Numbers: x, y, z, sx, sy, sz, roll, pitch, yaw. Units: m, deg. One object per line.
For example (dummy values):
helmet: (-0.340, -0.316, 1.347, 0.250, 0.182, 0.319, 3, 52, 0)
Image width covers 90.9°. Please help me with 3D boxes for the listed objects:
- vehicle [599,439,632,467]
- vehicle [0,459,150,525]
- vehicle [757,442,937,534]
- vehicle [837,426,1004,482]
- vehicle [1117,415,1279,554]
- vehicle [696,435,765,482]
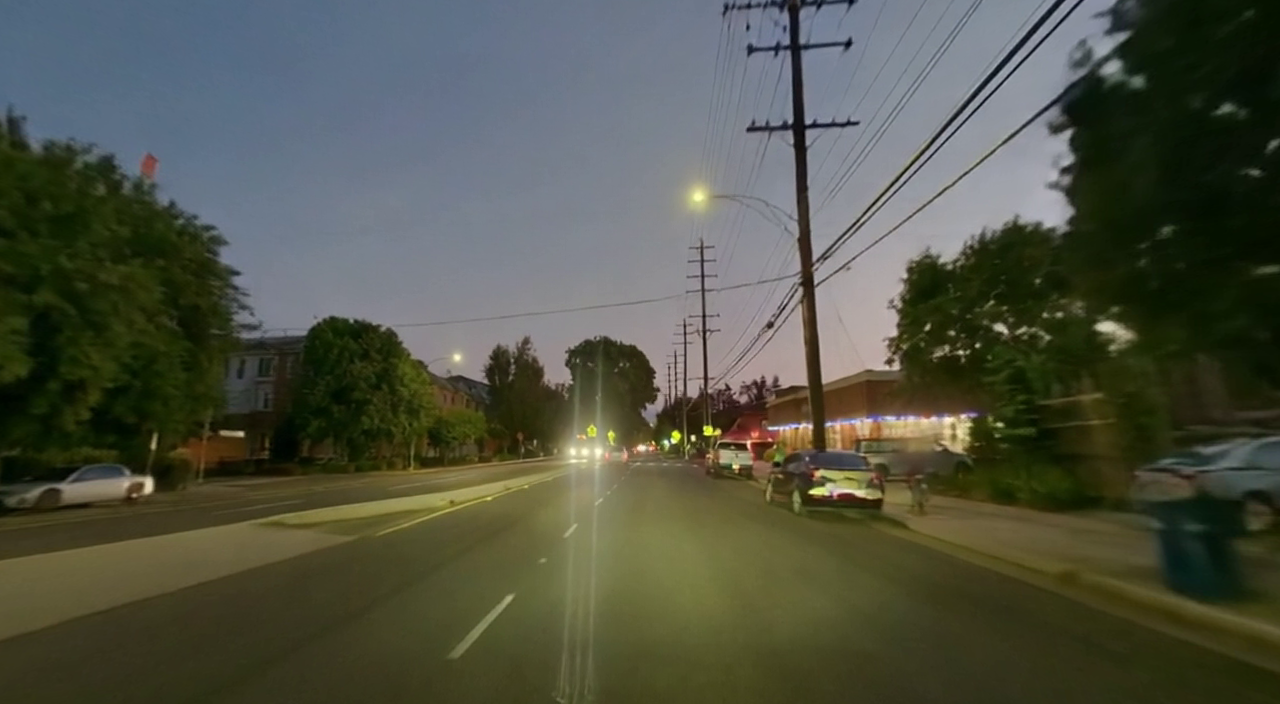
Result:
vehicle: (-1.743, 7.428, 46.424, 2.202, 1.961, 4.980, 0, -9, 0)
vehicle: (-16.640, 3.824, 17.779, 1.954, 1.497, 4.613, 0, -9, 0)
vehicle: (3.778, 2.548, 12.500, 2.042, 1.465, 4.455, 0, -9, 0)
vehicle: (9.723, 3.579, 22.238, 4.818, 1.847, 2.257, 0, -9, 2)
vehicle: (9.300, 1.660, 8.225, 4.512, 1.567, 1.947, 0, -9, 0)
vehicle: (4.025, 4.865, 29.094, 2.280, 1.904, 5.779, 0, -9, -1)
